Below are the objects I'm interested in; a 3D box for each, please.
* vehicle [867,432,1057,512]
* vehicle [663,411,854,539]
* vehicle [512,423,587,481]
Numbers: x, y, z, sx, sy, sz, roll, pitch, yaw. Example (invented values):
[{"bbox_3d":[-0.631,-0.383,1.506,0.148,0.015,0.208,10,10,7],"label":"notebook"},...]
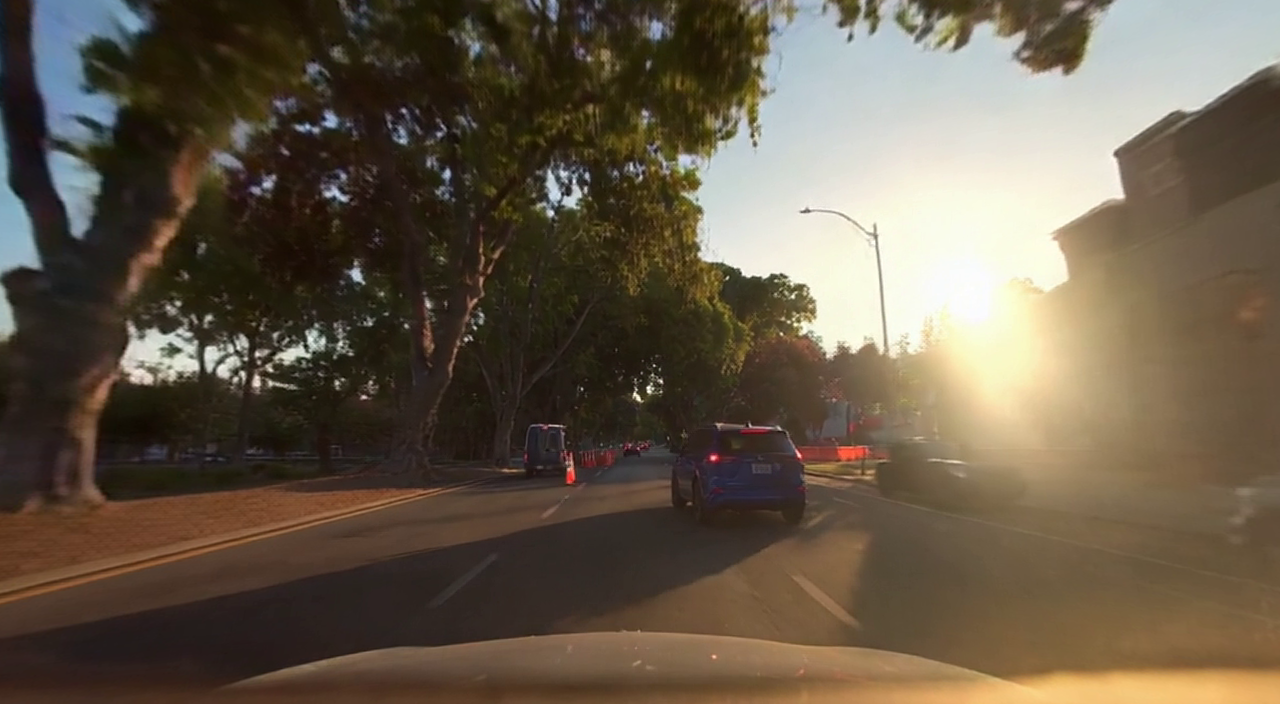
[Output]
[{"bbox_3d":[6.835,2.577,14.051,1.853,1.483,4.313,0,-9,-1],"label":"vehicle"},{"bbox_3d":[1.701,1.991,10.782,2.168,1.725,4.192,1,-9,-4],"label":"vehicle"},{"bbox_3d":[-3.525,4.060,25.832,2.357,2.063,5.488,0,-9,-1],"label":"vehicle"}]
